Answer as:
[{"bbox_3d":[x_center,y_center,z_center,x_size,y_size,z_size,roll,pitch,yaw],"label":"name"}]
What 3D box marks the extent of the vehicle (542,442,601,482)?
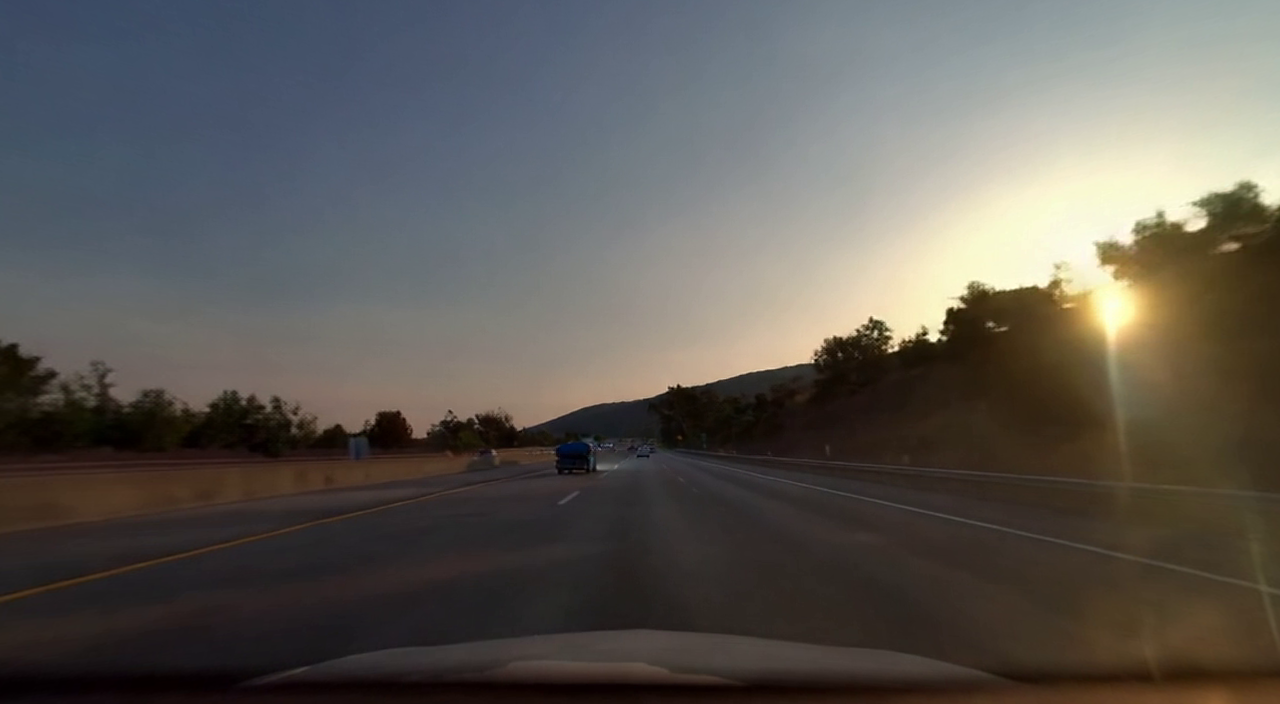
[{"bbox_3d":[-2.859,4.698,27.178,1.965,1.556,3.971,-1,-9,2],"label":"vehicle"}]
